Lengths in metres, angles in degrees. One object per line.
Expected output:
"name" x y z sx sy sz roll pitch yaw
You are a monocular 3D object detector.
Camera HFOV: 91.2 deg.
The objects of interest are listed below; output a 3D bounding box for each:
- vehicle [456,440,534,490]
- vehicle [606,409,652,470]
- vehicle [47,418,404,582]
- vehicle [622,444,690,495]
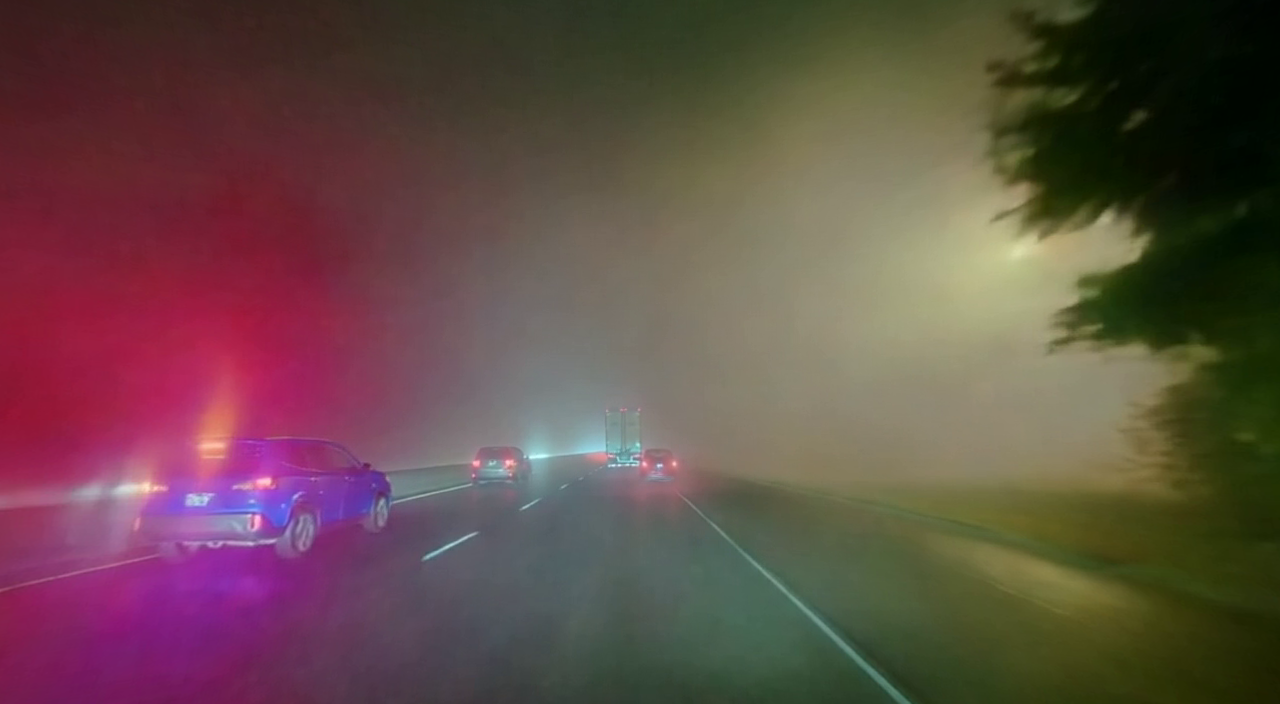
"vehicle" -5.353 4.228 23.762 2.035 1.664 4.064 0 -9 -1
"vehicle" -0.953 6.746 47.688 3.113 4.066 10.786 0 -9 -2
"vehicle" -5.084 1.849 8.617 2.100 1.671 4.105 0 -9 -1
"vehicle" 0.456 3.838 20.823 2.026 1.489 4.045 0 -9 -1
